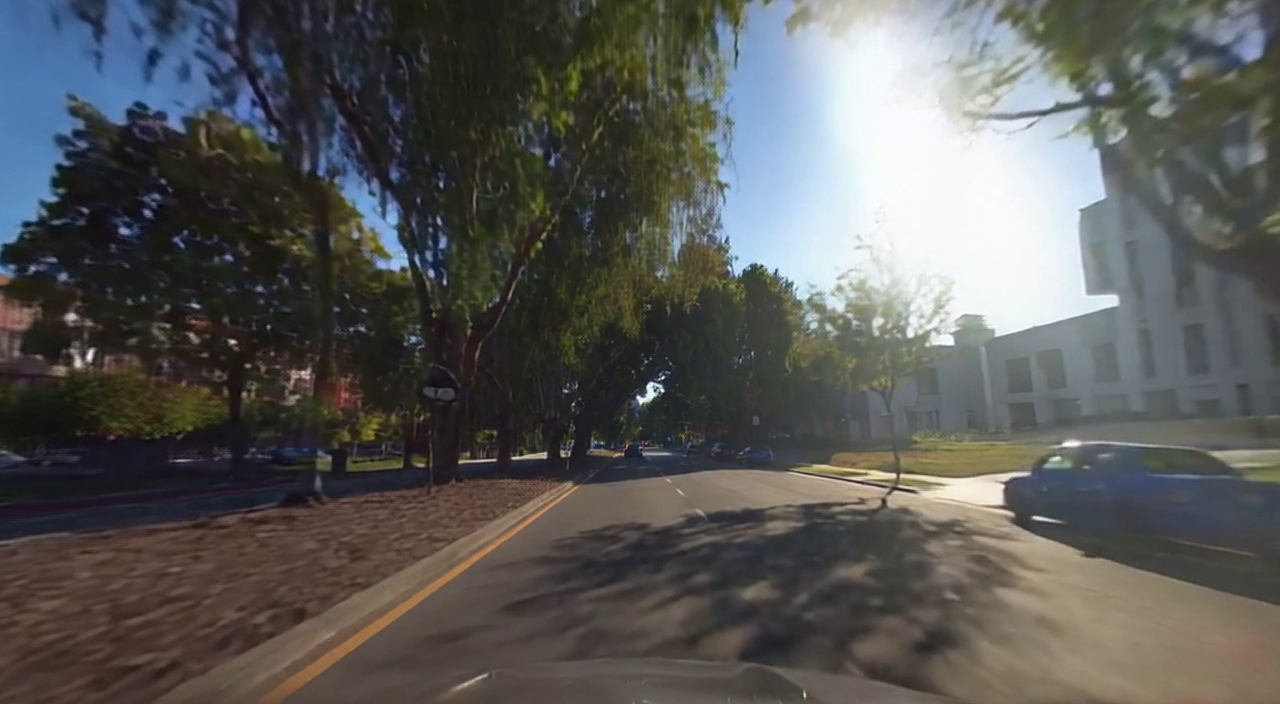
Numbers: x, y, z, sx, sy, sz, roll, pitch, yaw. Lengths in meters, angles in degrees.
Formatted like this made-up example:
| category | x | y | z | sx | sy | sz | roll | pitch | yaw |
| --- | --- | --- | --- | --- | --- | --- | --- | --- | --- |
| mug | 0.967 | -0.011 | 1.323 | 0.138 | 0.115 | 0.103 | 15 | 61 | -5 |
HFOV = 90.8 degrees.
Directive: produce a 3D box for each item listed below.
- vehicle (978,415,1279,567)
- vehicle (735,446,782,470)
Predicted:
| category | x | y | z | sx | sy | sz | roll | pitch | yaw |
| --- | --- | --- | --- | --- | --- | --- | --- | --- | --- |
| vehicle | 7.877 | 2.054 | 10.158 | 2.167 | 1.848 | 4.713 | 0 | -8 | -1 |
| vehicle | 7.498 | 6.721 | 40.399 | 1.991 | 1.446 | 4.685 | 0 | -8 | -1 |
